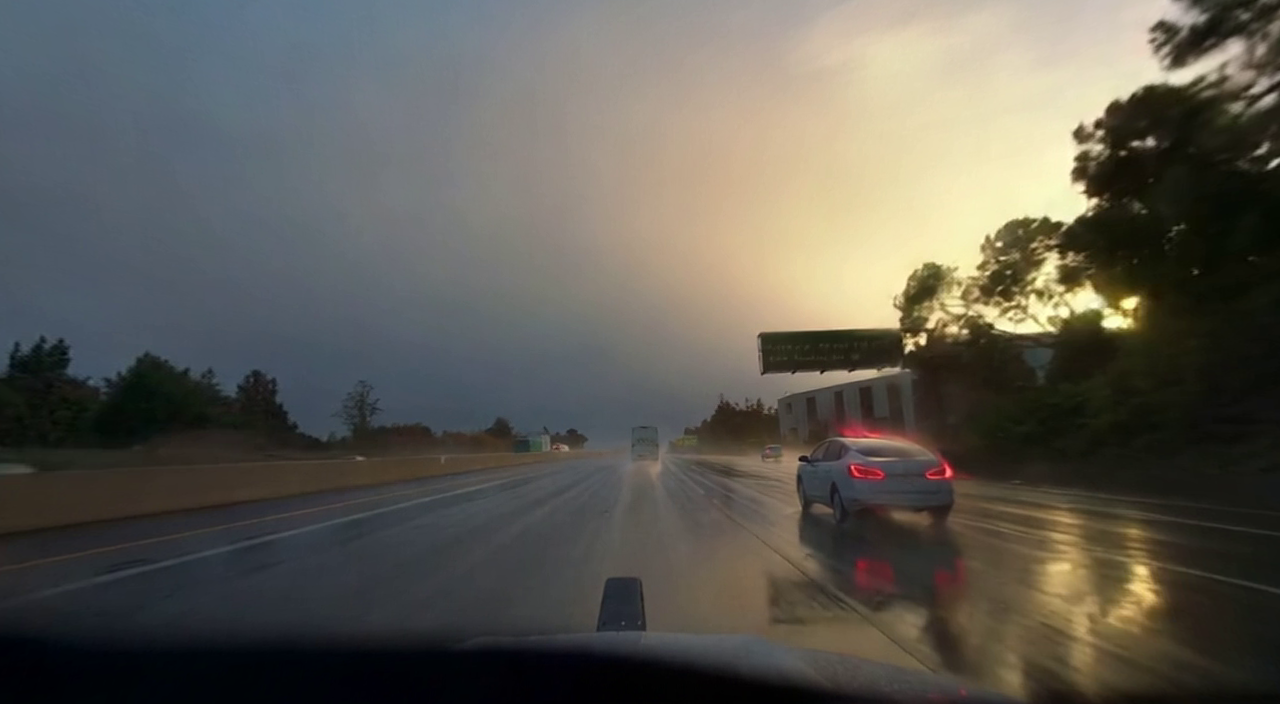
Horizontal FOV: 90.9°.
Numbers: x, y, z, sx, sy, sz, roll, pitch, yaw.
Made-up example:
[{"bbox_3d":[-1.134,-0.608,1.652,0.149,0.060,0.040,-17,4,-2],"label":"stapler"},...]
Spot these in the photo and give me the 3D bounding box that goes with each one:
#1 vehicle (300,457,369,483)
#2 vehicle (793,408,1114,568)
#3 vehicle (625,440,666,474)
[{"bbox_3d":[-19.171,7.404,39.803,1.889,1.486,4.749,0,-9,1],"label":"vehicle"},{"bbox_3d":[3.786,1.780,8.969,2.008,1.595,5.082,0,-9,1],"label":"vehicle"},{"bbox_3d":[0.249,5.464,32.945,2.015,1.639,4.086,0,-9,0],"label":"vehicle"}]
